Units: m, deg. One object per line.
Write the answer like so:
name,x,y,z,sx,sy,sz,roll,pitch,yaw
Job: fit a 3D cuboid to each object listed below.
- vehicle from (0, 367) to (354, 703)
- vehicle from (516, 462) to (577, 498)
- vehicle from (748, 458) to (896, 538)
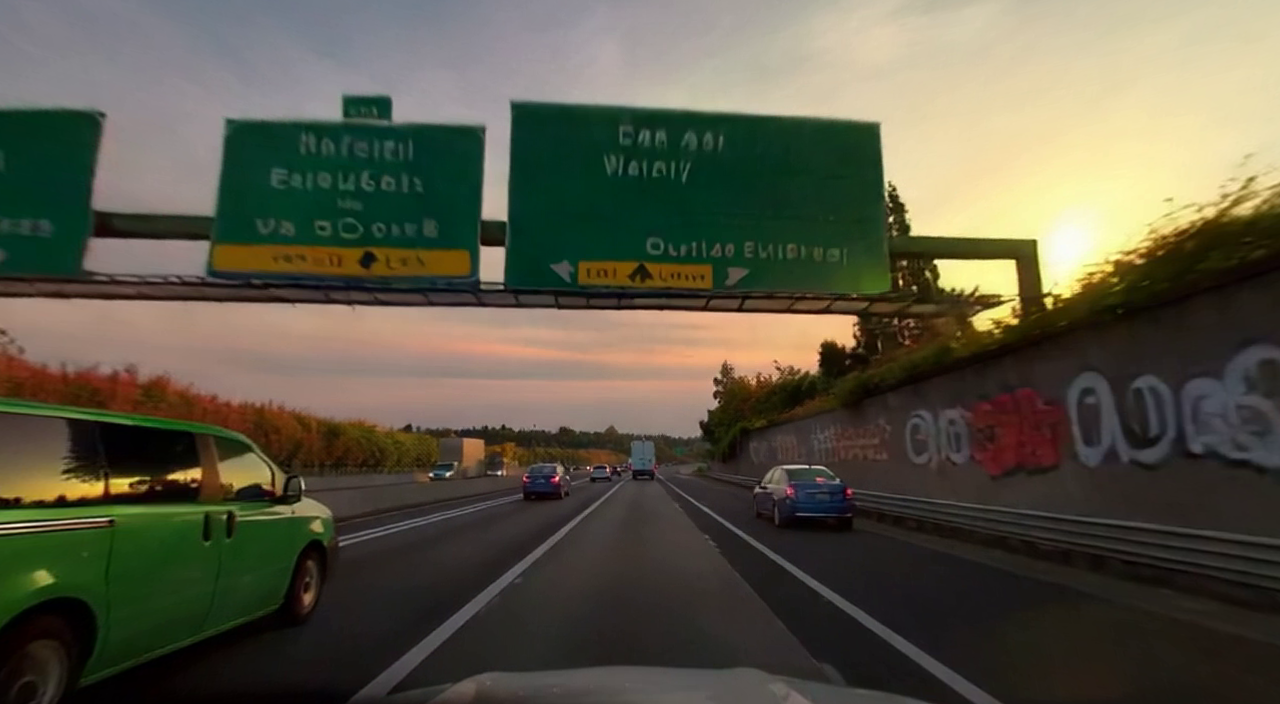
vehicle,-3.436,0.976,2.992,2.004,1.610,4.508,1,-10,0
vehicle,-4.060,5.682,28.147,2.054,1.443,4.131,1,-10,0
vehicle,3.803,3.134,14.001,1.917,1.458,4.199,1,-10,-2
